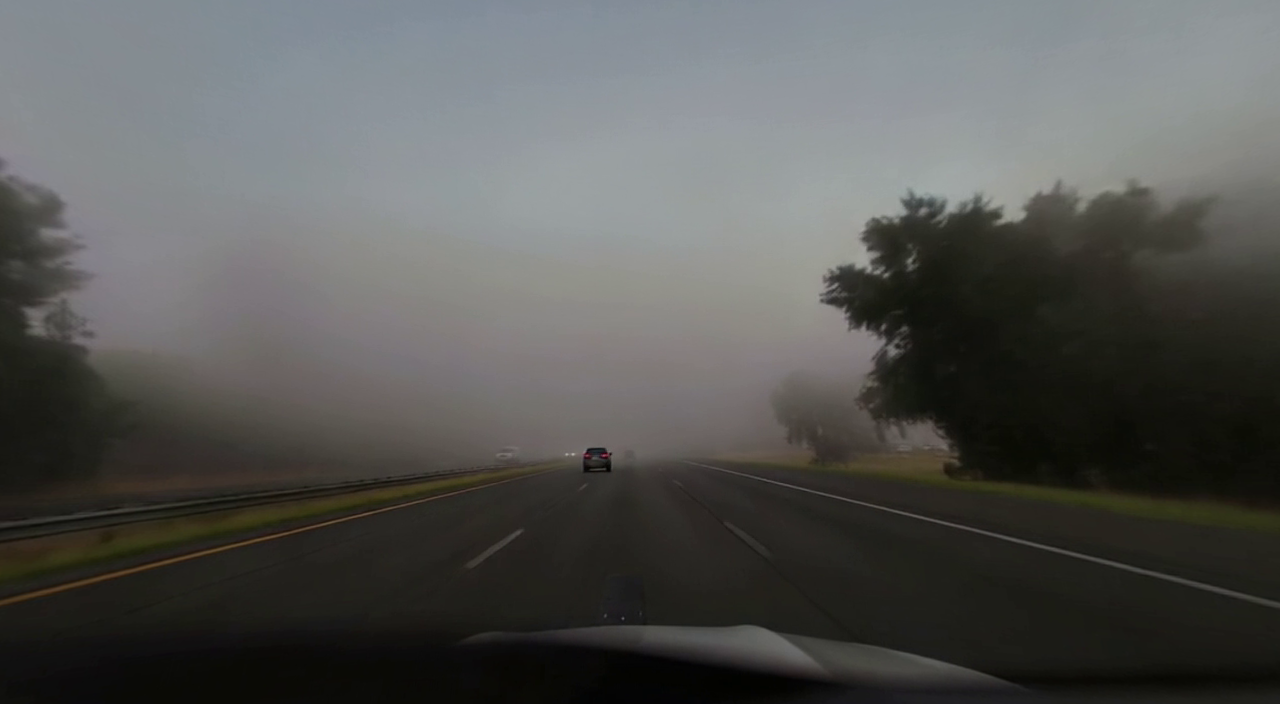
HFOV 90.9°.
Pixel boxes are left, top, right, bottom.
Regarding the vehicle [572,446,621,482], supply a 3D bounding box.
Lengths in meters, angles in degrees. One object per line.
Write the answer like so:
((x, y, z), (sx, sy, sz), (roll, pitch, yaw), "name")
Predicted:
((-1.875, 5.014, 28.468), (1.916, 1.494, 4.335), (0, -9, 0), "vehicle")
